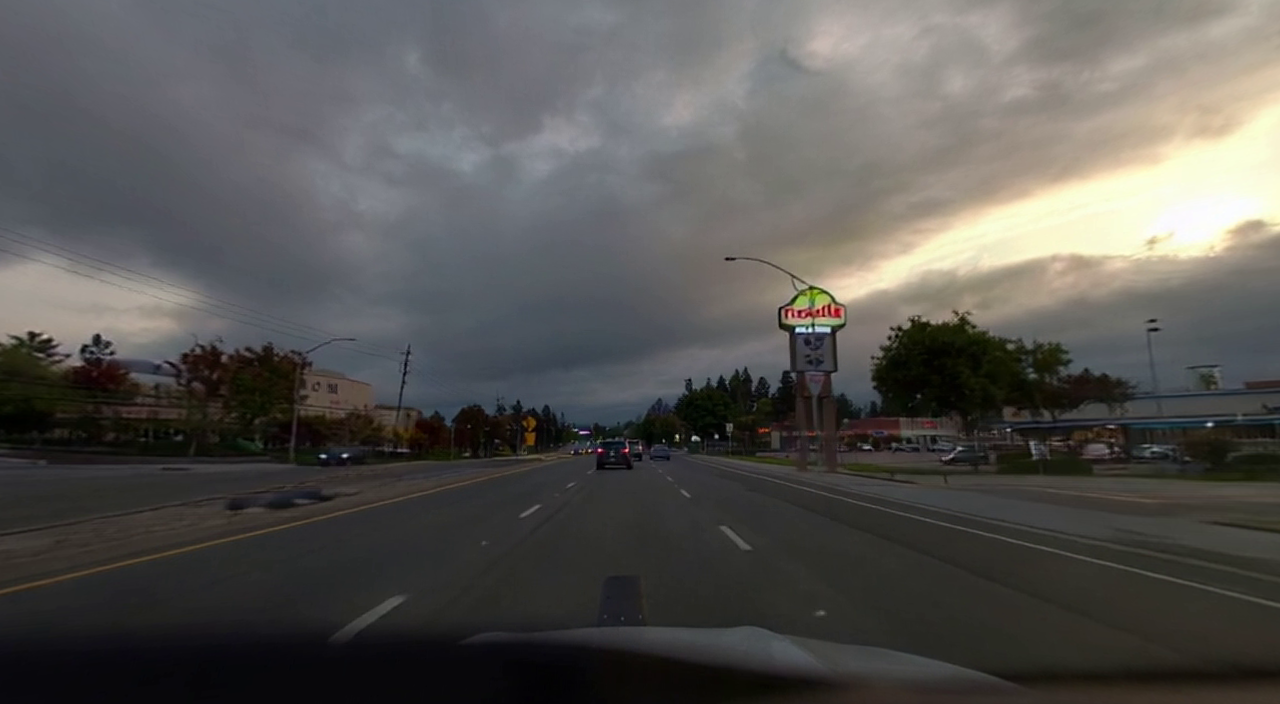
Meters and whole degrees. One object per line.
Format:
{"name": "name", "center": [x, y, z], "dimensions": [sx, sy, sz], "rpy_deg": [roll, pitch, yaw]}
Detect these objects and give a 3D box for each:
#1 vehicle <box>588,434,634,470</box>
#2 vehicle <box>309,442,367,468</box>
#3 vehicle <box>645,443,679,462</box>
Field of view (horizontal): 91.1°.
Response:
{"name": "vehicle", "center": [-1.570, 5.766, 36.340], "dimensions": [2.222, 1.899, 5.006], "rpy_deg": [0, -8, 2]}
{"name": "vehicle", "center": [-21.791, 7.444, 45.502], "dimensions": [2.039, 1.730, 4.559], "rpy_deg": [0, -8, -1]}
{"name": "vehicle", "center": [1.684, 7.948, 49.758], "dimensions": [2.113, 1.446, 4.309], "rpy_deg": [1, -8, -5]}
